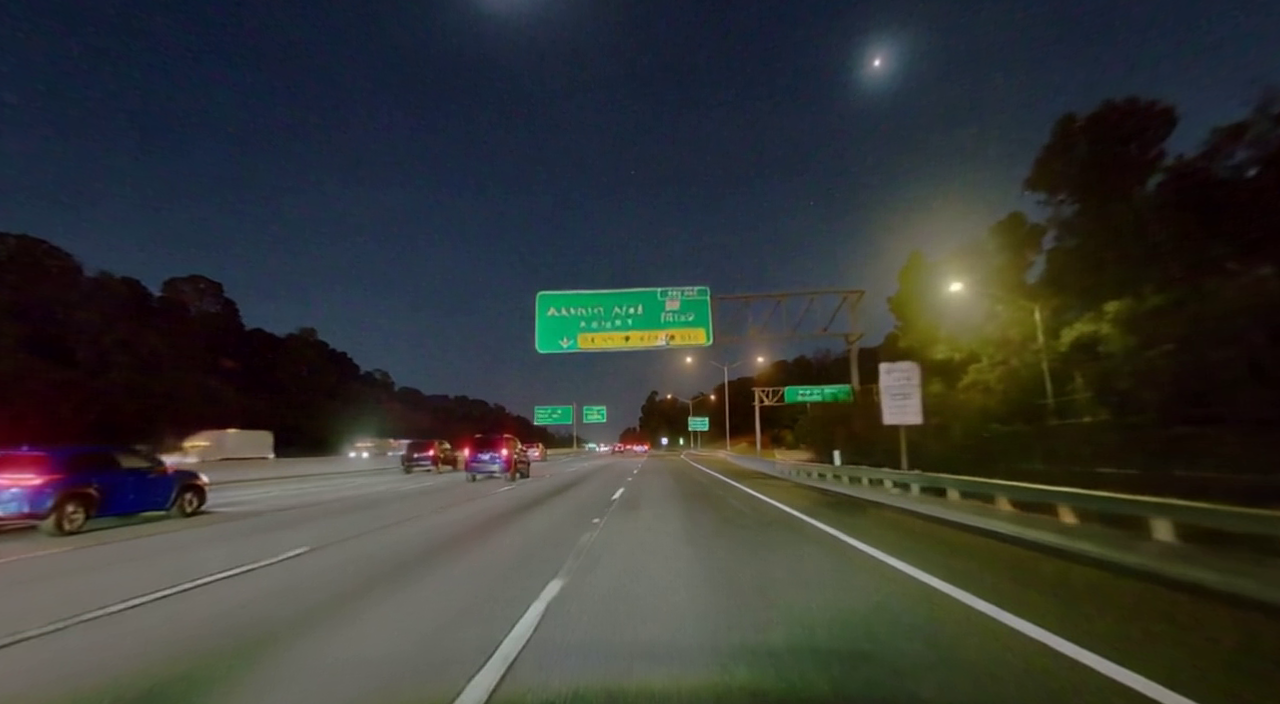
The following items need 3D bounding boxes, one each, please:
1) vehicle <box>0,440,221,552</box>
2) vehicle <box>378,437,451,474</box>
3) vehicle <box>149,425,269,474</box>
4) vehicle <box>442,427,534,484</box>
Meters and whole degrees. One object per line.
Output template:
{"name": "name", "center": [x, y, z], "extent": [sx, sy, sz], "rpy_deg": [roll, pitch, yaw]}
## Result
{"name": "vehicle", "center": [-9.644, 2.234, 10.360], "extent": [1.984, 1.508, 4.935], "rpy_deg": [-1, -9, 2]}
{"name": "vehicle", "center": [-12.297, 5.685, 34.769], "extent": [2.079, 1.822, 4.893], "rpy_deg": [-1, -9, 2]}
{"name": "vehicle", "center": [-30.647, 6.988, 45.333], "extent": [2.798, 3.163, 7.890], "rpy_deg": [0, -9, 2]}
{"name": "vehicle", "center": [-5.722, 3.997, 24.484], "extent": [2.219, 1.947, 4.924], "rpy_deg": [-1, -9, 2]}
